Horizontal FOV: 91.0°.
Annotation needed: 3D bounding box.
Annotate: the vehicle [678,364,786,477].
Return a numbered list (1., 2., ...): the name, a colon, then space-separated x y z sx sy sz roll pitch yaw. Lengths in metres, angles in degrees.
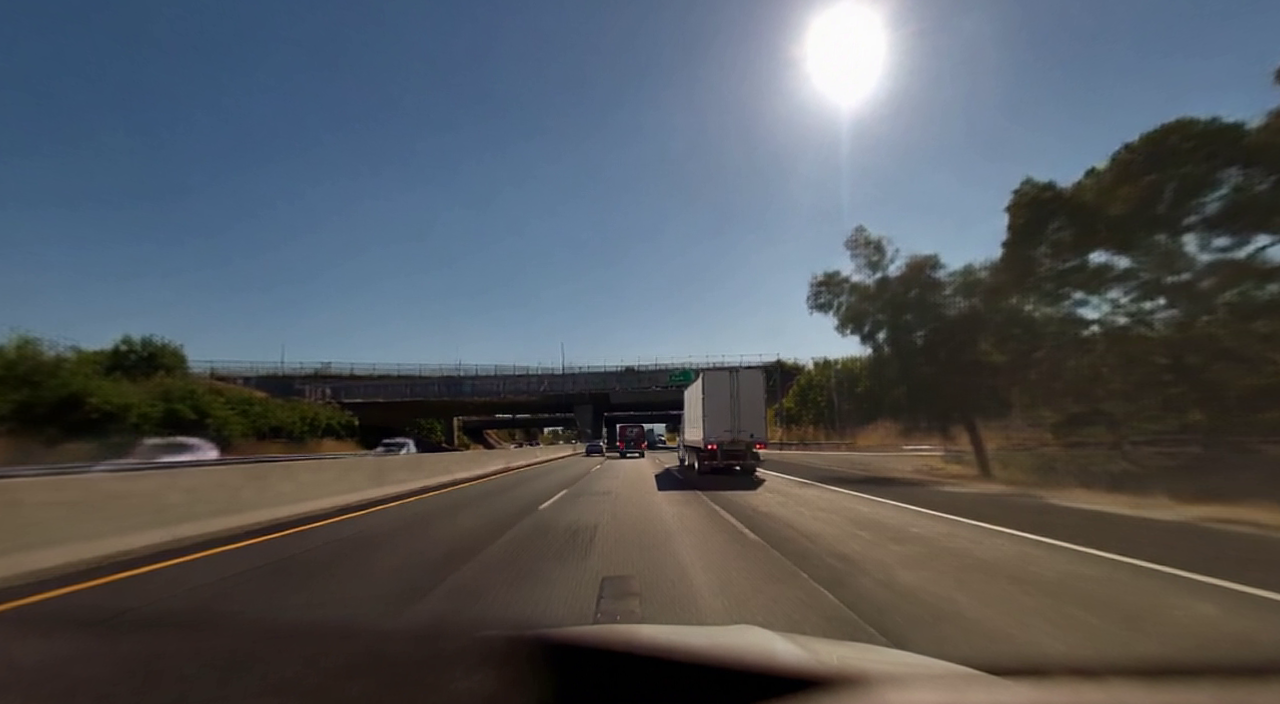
1. vehicle: 3.608 3.229 27.992 2.997 3.983 10.860 1 -8 -1

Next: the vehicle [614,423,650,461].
1. vehicle: -0.586 6.658 46.658 2.481 2.618 6.314 0 -8 -1
